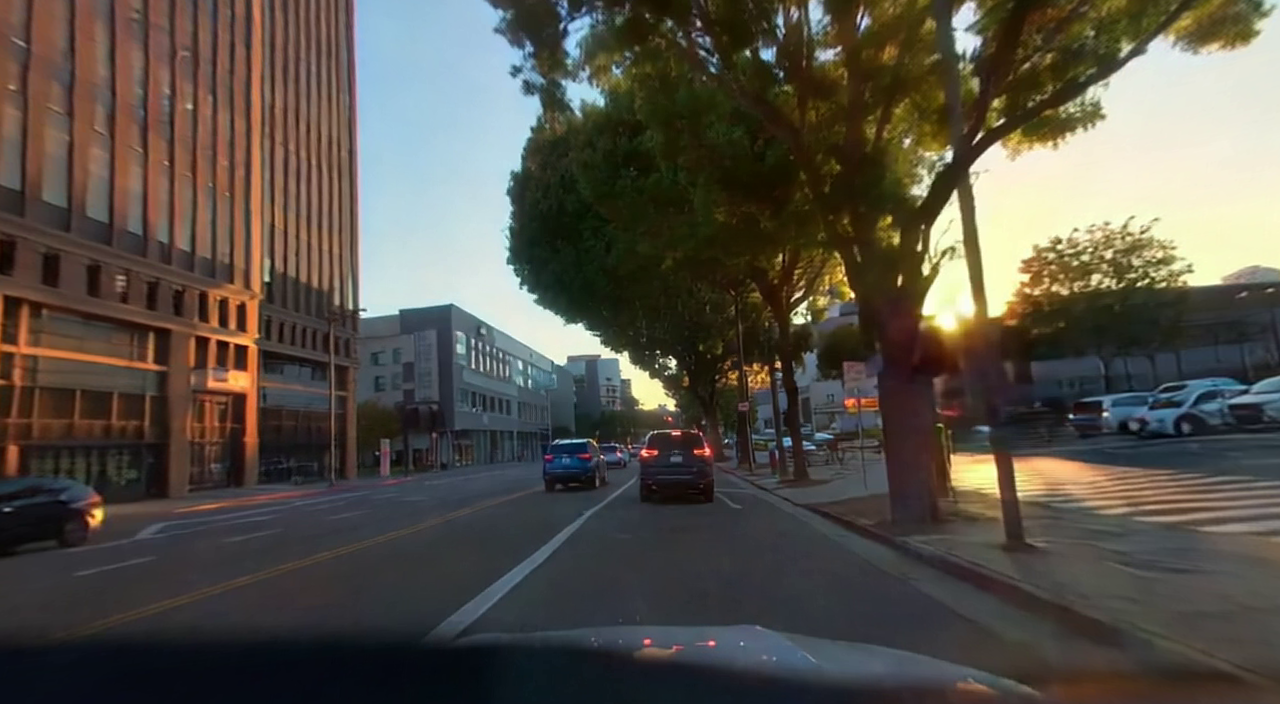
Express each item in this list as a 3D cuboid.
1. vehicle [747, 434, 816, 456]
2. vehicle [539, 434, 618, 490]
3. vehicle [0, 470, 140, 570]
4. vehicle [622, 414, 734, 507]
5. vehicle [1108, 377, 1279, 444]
[{"bbox_3d":[10.054,6.633,45.132,4.426,1.490,1.862,-1,-8,2],"label":"vehicle"},{"bbox_3d":[-1.961,3.722,21.596,2.023,1.702,4.152,-1,-9,4],"label":"vehicle"},{"bbox_3d":[-11.587,2.824,10.393,2.103,1.514,5.374,-1,-9,4],"label":"vehicle"},{"bbox_3d":[0.890,2.658,15.835,2.352,1.953,4.796,-1,-8,2],"label":"vehicle"},{"bbox_3d":[13.408,1.358,14.275,4.189,1.395,1.725,-1,-8,2],"label":"vehicle"}]
